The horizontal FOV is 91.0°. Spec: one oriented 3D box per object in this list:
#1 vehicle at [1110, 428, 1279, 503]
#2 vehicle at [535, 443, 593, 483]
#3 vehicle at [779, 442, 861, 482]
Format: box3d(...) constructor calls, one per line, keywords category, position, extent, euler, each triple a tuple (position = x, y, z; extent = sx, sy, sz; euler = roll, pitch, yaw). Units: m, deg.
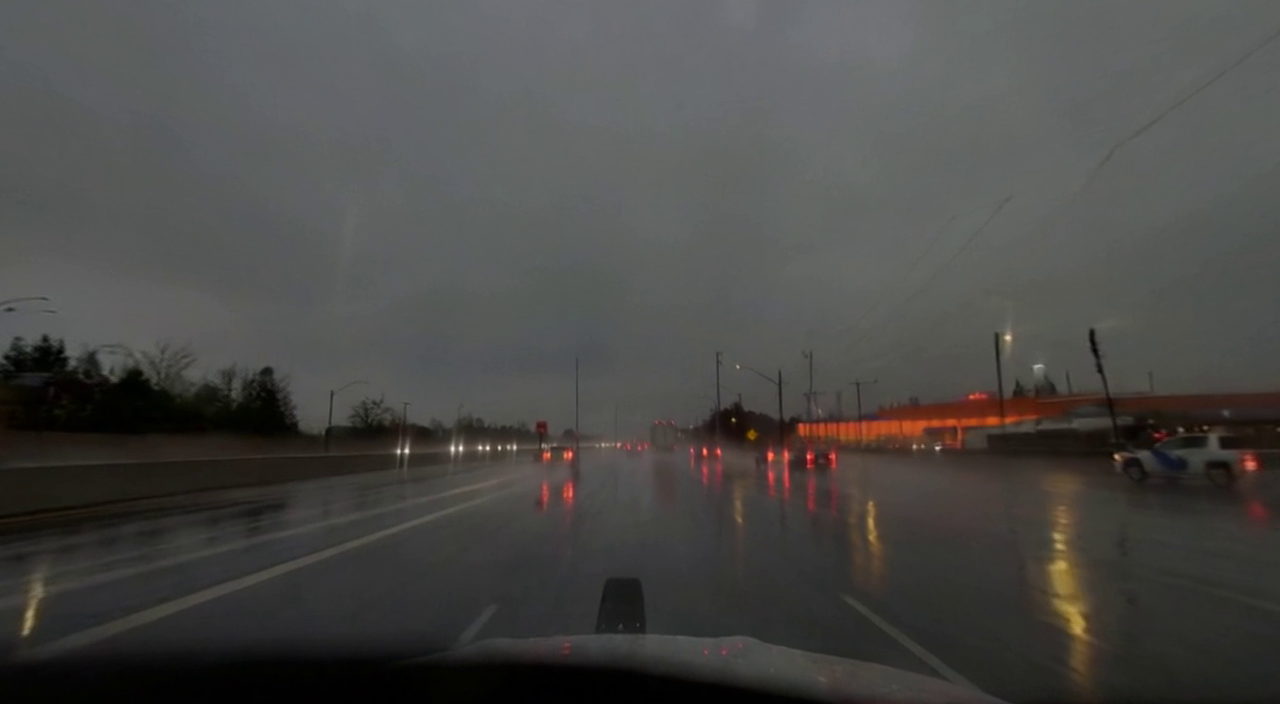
box3d(category="vehicle", position=(15.934, 3.083, 17.462), extent=(2.201, 1.785, 4.399), euler=(1, -9, -3))
box3d(category="vehicle", position=(-3.058, 4.541, 26.137), extent=(1.929, 1.521, 4.097), euler=(0, -8, 0))
box3d(category="vehicle", position=(7.321, 4.491, 26.076), extent=(1.980, 1.501, 4.433), euler=(0, -8, -2))
